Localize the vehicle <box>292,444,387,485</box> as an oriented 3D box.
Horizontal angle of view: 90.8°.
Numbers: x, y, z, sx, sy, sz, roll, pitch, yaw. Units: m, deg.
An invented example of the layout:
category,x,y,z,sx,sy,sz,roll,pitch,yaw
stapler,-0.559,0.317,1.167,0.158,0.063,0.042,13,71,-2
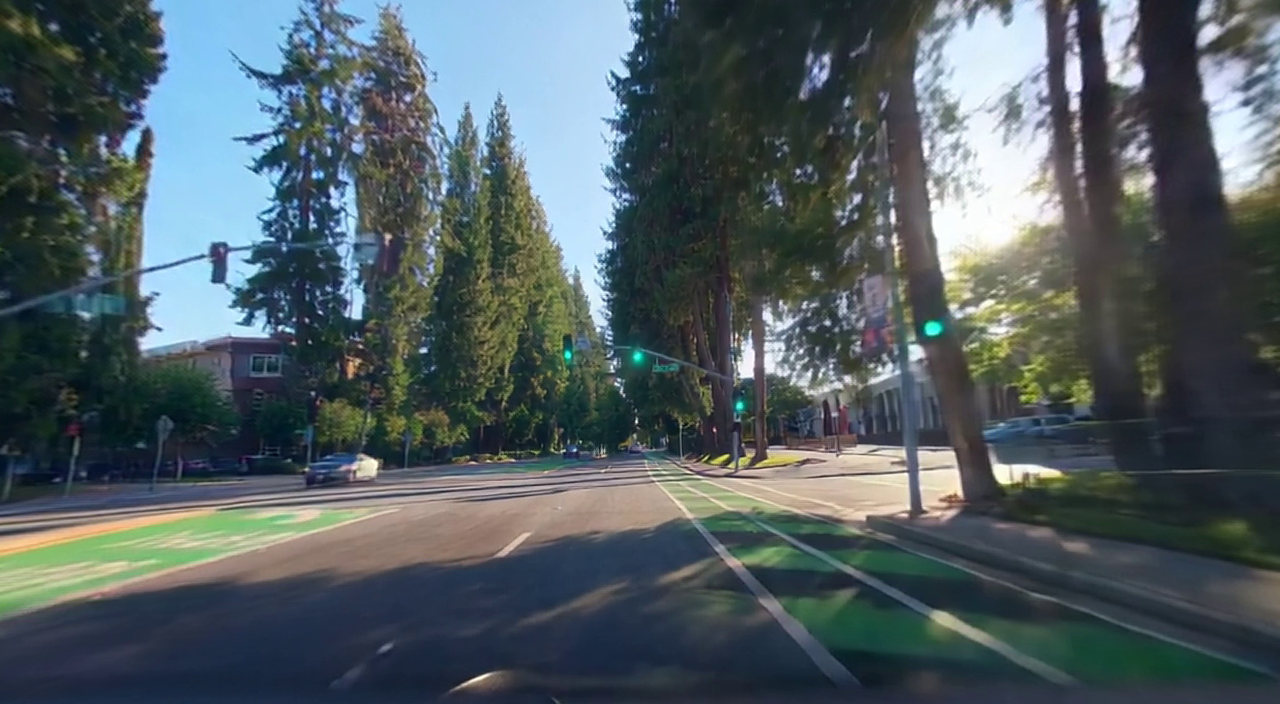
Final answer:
category,x,y,z,sx,sy,sz,roll,pitch,yaw
vehicle,-14.450,5.411,30.757,2.113,1.804,4.732,0,-8,2
